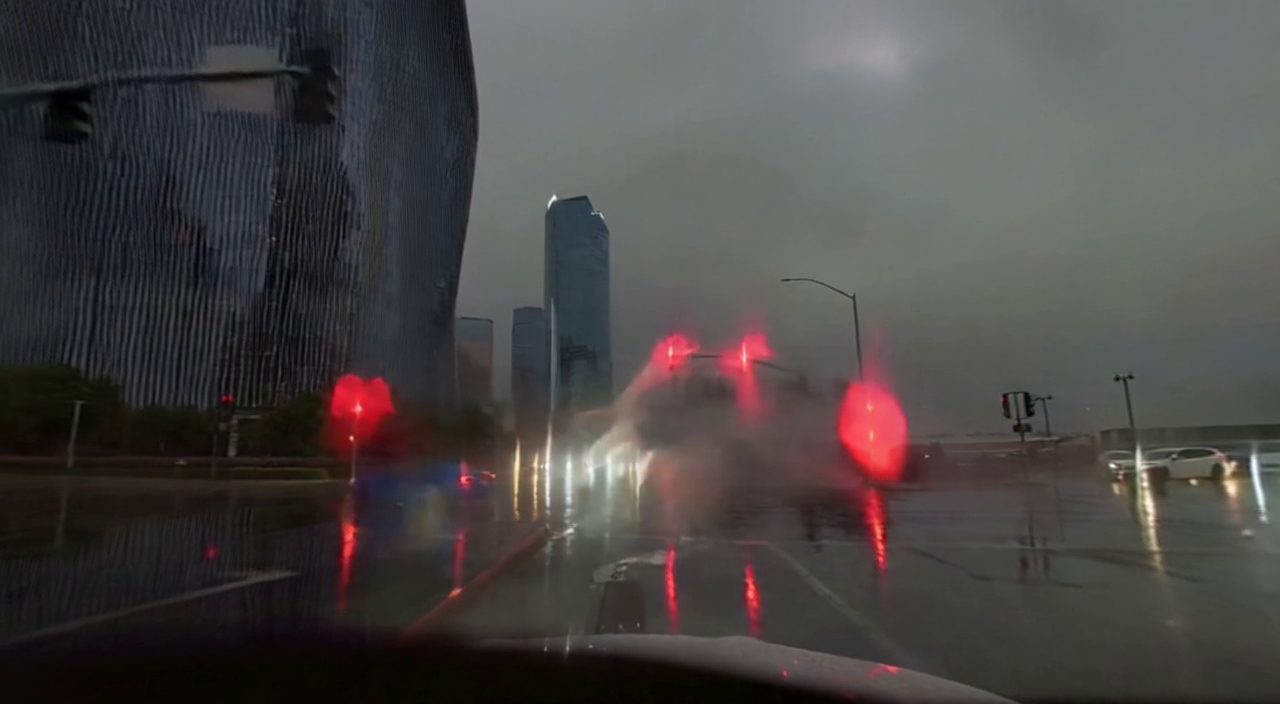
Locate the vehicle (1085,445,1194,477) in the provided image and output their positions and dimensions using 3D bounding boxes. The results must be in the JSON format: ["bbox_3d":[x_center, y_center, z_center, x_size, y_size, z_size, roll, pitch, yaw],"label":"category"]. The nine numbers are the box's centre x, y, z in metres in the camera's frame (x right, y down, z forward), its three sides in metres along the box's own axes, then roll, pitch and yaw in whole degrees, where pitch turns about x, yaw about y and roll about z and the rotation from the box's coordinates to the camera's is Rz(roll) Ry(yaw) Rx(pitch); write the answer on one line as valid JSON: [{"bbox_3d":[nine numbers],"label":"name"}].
[{"bbox_3d":[25.033,5.449,31.804,2.021,1.484,4.454,0,-9,3],"label":"vehicle"}]

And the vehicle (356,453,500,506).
[{"bbox_3d":[-6.953,4.116,20.658,4.197,1.525,2.014,-4,-10,26],"label":"vehicle"}]

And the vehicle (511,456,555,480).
[{"bbox_3d":[-7.426,8.075,44.047,2.113,1.535,4.504,0,-9,2],"label":"vehicle"}]
